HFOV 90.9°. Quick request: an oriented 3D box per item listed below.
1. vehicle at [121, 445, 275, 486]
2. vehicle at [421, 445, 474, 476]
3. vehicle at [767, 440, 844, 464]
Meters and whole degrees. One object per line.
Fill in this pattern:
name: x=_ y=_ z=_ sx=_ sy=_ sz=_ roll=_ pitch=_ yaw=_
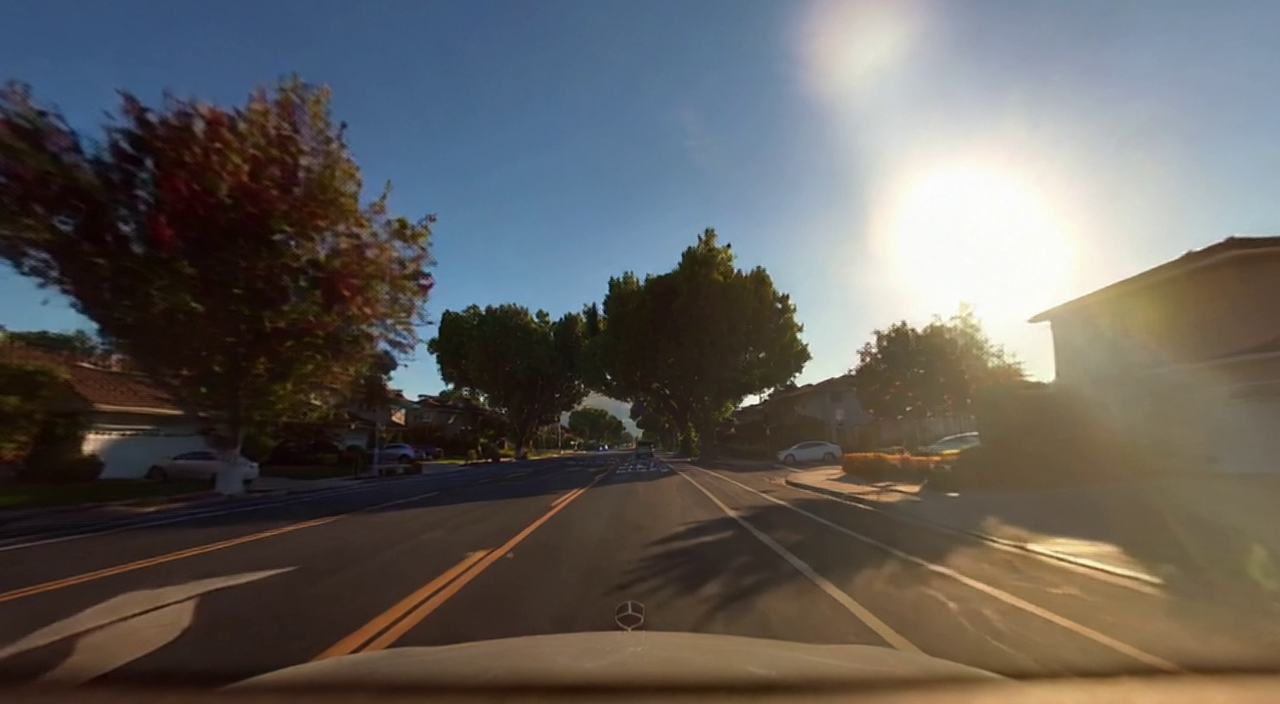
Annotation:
vehicle: x=-18.189 y=4.686 z=26.157 sx=4.717 sy=1.605 sz=2.074 roll=1 pitch=-8 yaw=-3
vehicle: x=-12.415 y=6.993 z=40.890 sx=1.965 sy=1.653 sz=4.488 roll=-3 pitch=-6 yaw=1
vehicle: x=11.025 y=6.693 z=42.363 sx=4.818 sy=1.525 sz=2.163 roll=-1 pitch=-9 yaw=9
